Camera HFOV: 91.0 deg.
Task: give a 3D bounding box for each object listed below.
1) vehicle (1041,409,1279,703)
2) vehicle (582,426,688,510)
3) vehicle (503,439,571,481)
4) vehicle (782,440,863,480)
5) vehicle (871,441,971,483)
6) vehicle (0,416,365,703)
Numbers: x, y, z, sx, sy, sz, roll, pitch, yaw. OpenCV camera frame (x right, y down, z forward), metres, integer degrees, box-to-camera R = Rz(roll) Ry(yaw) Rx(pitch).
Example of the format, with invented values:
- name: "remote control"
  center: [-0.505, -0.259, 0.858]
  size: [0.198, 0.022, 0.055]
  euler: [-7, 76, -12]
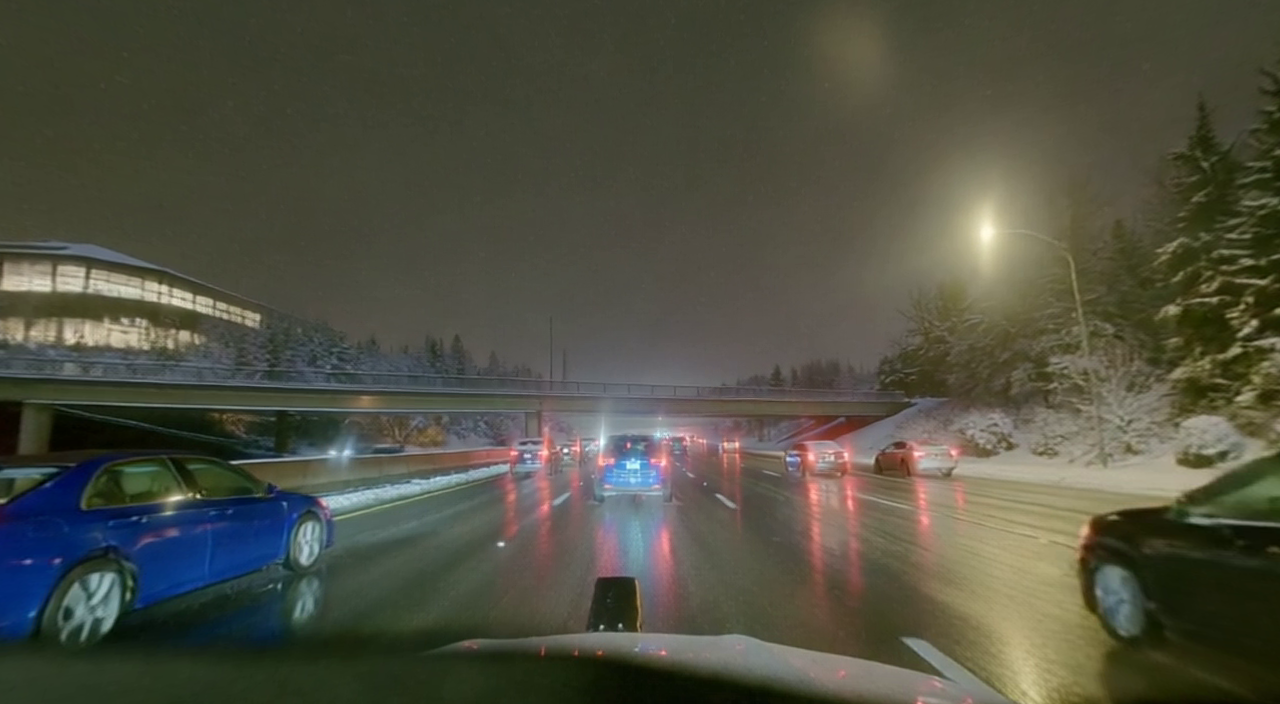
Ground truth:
- name: "vehicle"
  center: [3.899, 0.918, 2.170]
  size: [2.031, 1.492, 4.577]
  euler: [0, -9, 0]
- name: "vehicle"
  center: [-0.071, 2.705, 15.048]
  size: [2.181, 1.697, 4.021]
  euler: [0, -9, 1]
- name: "vehicle"
  center: [-4.014, 4.306, 25.309]
  size: [1.947, 1.516, 4.295]
  euler: [0, -9, 1]
- name: "vehicle"
  center: [7.597, 4.544, 26.699]
  size: [2.049, 1.521, 4.604]
  euler: [0, -9, 0]
- name: "vehicle"
  center: [11.258, 4.410, 25.612]
  size: [2.008, 1.516, 4.385]
  euler: [0, -9, 0]
- name: "vehicle"
  center: [-4.310, 1.375, 5.276]
  size: [1.974, 1.478, 4.412]
  euler: [0, -9, 0]
